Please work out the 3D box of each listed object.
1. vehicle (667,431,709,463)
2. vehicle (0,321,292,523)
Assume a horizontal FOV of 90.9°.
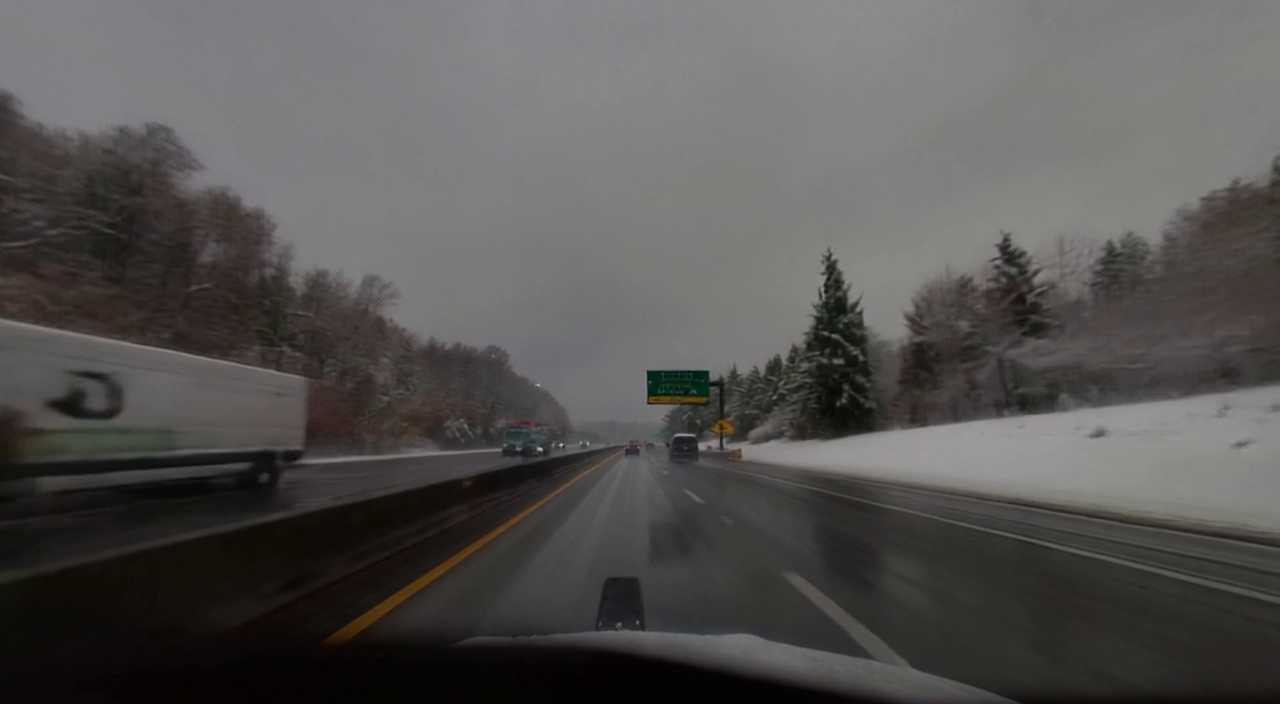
[{"bbox_3d":[3.247,6.595,43.722,2.393,2.072,4.958,0,-8,-2],"label":"vehicle"},{"bbox_3d":[-12.448,1.833,15.674,2.851,3.723,8.024,0,-8,0],"label":"vehicle"}]
